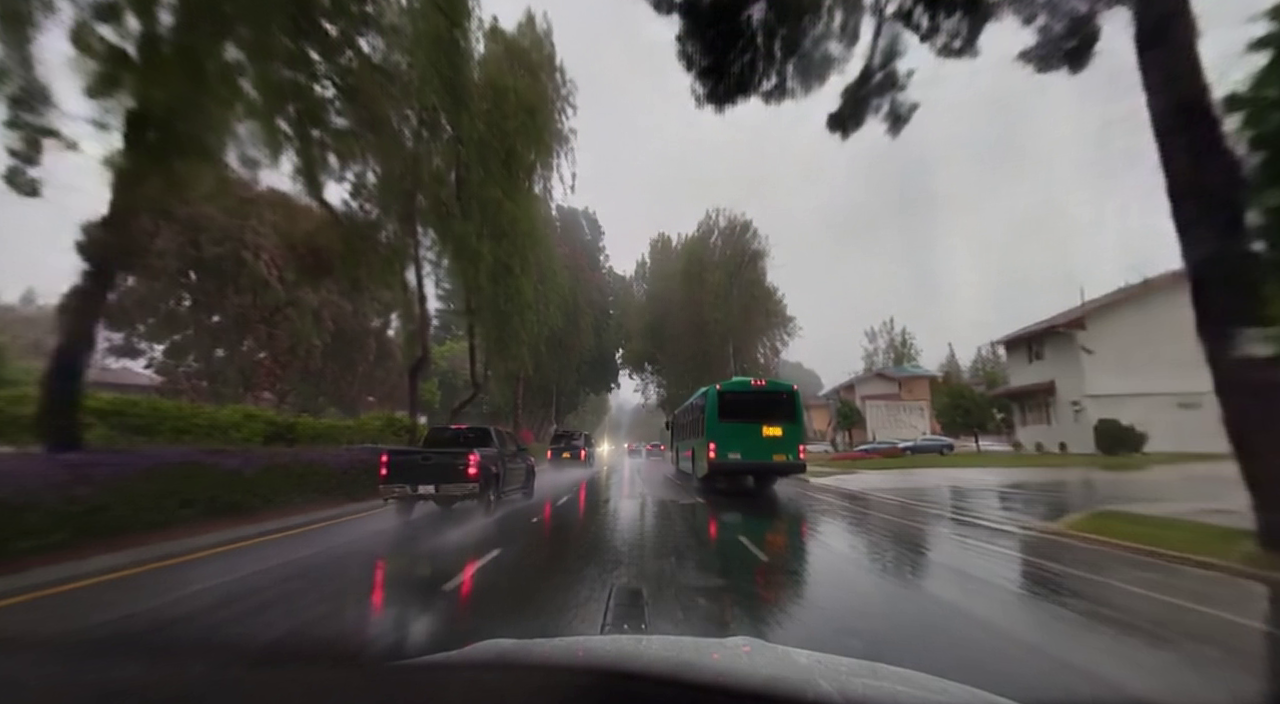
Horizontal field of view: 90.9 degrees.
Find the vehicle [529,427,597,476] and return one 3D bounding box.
[{"bbox_3d":[-3.488,4.656,29.807,2.513,2.066,5.820,0,-8,0],"label":"vehicle"}]

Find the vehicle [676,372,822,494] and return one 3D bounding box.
[{"bbox_3d":[3.293,3.104,23.342,3.059,3.264,12.623,0,-8,0],"label":"vehicle"}]

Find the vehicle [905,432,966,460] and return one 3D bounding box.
[{"bbox_3d":[21.773,6.949,46.650,2.152,1.945,4.827,0,-8,1],"label":"vehicle"}]

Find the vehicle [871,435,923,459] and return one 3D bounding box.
[{"bbox_3d":[19.014,7.089,46.827,2.062,1.683,4.209,0,-8,1],"label":"vehicle"}]

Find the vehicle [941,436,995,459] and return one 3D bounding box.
[{"bbox_3d":[24.132,7.061,46.532,1.987,1.604,4.005,0,-9,3],"label":"vehicle"}]

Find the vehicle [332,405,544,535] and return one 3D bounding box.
[{"bbox_3d":[-3.310,2.081,11.703,2.074,1.849,5.137,0,-8,2],"label":"vehicle"}]
